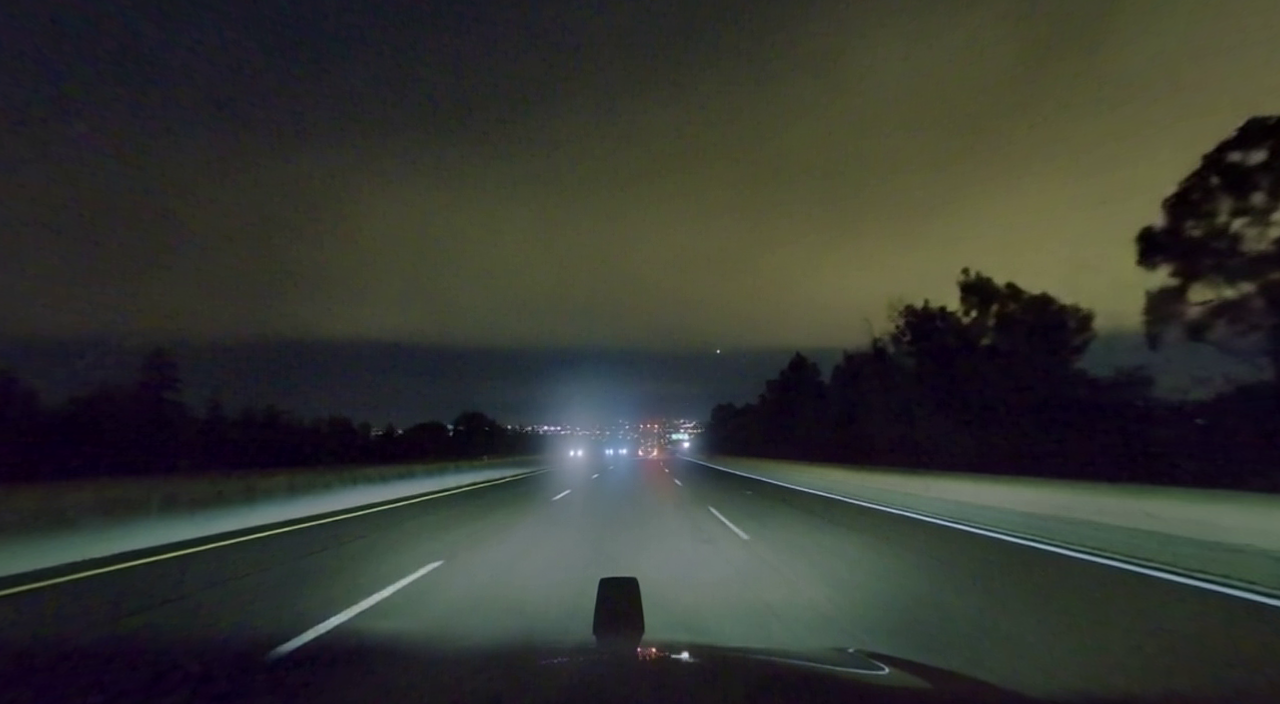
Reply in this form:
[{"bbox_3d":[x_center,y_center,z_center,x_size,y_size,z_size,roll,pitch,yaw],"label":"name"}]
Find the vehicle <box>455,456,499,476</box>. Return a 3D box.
[{"bbox_3d":[-12.713,8.919,49.561,2.086,1.456,5.044,0,-9,0],"label":"vehicle"}]
